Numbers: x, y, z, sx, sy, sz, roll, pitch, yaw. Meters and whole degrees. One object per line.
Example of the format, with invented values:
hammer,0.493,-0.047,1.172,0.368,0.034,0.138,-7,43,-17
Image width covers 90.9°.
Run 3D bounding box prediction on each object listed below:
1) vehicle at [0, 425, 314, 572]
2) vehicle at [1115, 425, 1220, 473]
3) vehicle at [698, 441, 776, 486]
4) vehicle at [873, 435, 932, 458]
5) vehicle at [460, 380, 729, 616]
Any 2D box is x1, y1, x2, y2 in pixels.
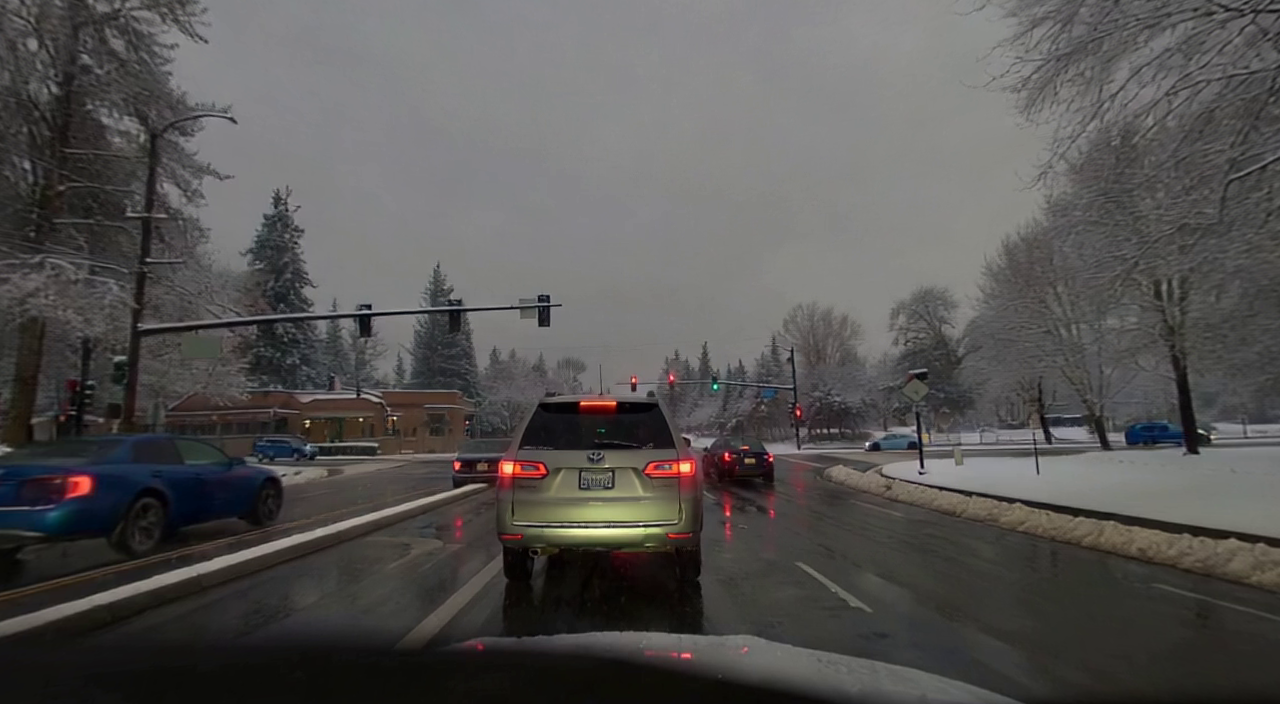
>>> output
vehicle,-6.996,1.856,8.934,2.060,1.473,4.950,0,-8,0
vehicle,19.246,3.512,22.938,4.215,1.578,1.892,7,-11,-37
vehicle,3.314,3.904,22.386,2.104,1.441,4.240,0,-8,1
vehicle,20.004,7.199,47.930,4.361,1.653,2.034,6,-10,-35
vehicle,-0.342,1.440,7.094,2.064,1.817,4.298,0,-8,0
